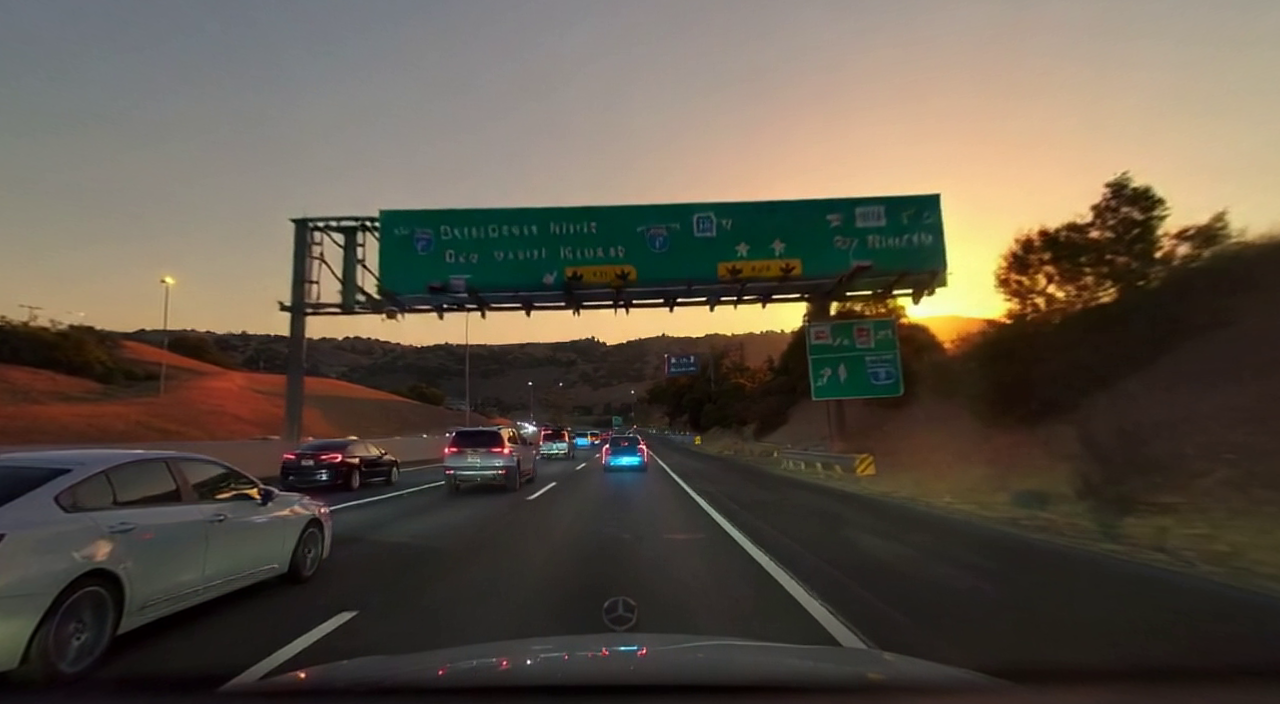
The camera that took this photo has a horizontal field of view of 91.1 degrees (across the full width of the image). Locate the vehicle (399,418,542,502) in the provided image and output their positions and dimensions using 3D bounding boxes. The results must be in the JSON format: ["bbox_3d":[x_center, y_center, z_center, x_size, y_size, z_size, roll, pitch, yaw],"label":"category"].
[{"bbox_3d":[-3.837,2.518,15.197,2.154,1.690,4.595,0,-8,0],"label":"vehicle"}]

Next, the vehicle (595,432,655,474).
[{"bbox_3d":[-0.552,3.806,23.928,2.070,1.452,3.834,0,-8,-1],"label":"vehicle"}]

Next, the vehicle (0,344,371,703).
[{"bbox_3d":[-3.836,1.032,4.249,2.107,1.703,4.274,0,-8,0],"label":"vehicle"}]
